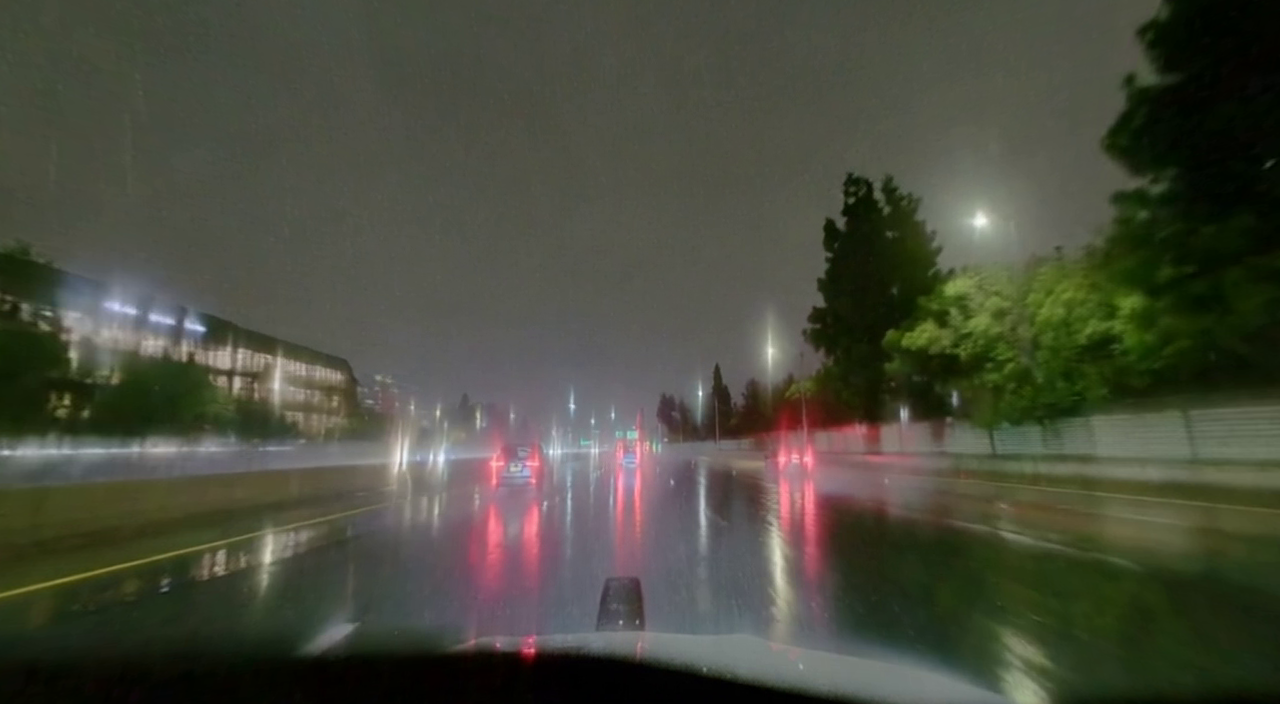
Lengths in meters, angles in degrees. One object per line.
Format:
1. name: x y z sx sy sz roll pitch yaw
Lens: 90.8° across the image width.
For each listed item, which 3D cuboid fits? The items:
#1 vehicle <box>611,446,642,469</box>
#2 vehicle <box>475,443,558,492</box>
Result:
1. vehicle: -0.881 7.145 42.941 1.997 1.485 4.094 0 -9 -1
2. vehicle: -4.030 3.839 21.438 1.886 1.465 4.625 0 -9 0
